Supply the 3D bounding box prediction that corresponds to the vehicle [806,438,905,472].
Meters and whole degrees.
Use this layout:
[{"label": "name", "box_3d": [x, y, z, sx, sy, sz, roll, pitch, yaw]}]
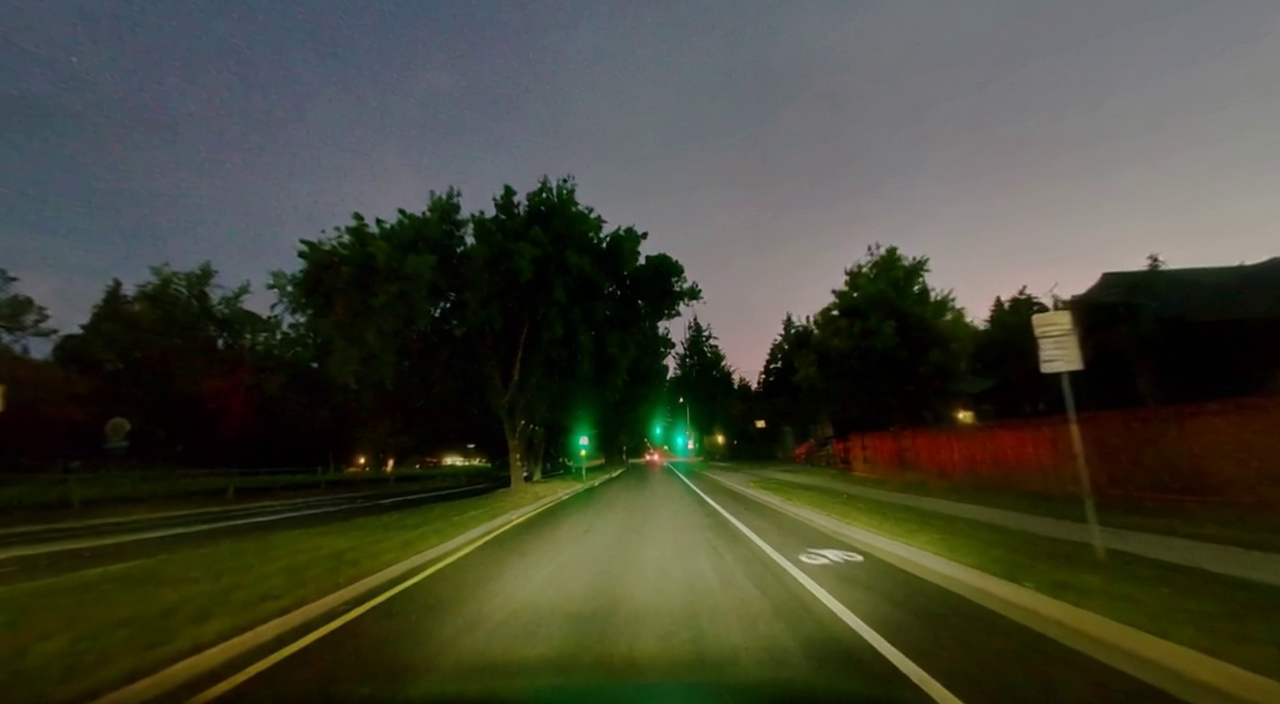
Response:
[{"label": "vehicle", "box_3d": [12.213, 5.863, 35.851, 4.807, 1.865, 2.160, 0, -8, 1]}]
